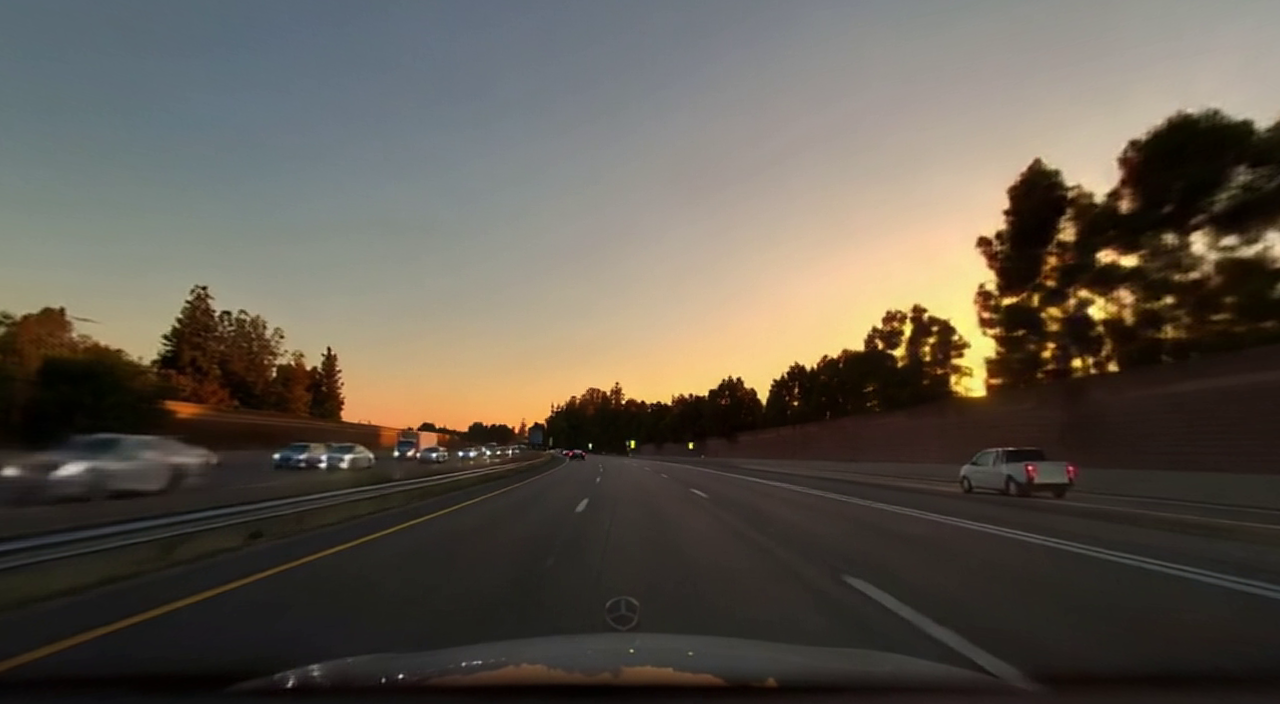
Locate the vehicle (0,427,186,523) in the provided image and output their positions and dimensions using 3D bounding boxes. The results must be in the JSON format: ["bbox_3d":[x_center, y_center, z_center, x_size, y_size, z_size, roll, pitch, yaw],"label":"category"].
[{"bbox_3d":[-11.322,2.288,12.018,1.881,1.515,4.661,0,-9,-3],"label":"vehicle"}]

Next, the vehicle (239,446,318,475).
[{"bbox_3d":[-20.138,6.060,35.129,1.879,1.501,4.593,0,-9,-3],"label":"vehicle"}]

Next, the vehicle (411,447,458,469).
[{"bbox_3d":[-14.527,7.496,44.504,1.898,1.484,4.729,0,-9,-2],"label":"vehicle"}]

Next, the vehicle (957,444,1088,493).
[{"bbox_3d":[14.889,4.542,24.791,2.020,1.738,4.549,0,-9,-4],"label":"vehicle"}]

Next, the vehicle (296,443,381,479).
[{"bbox_3d":[-13.545,4.919,28.474,1.842,1.507,4.406,0,-9,-3],"label":"vehicle"}]
